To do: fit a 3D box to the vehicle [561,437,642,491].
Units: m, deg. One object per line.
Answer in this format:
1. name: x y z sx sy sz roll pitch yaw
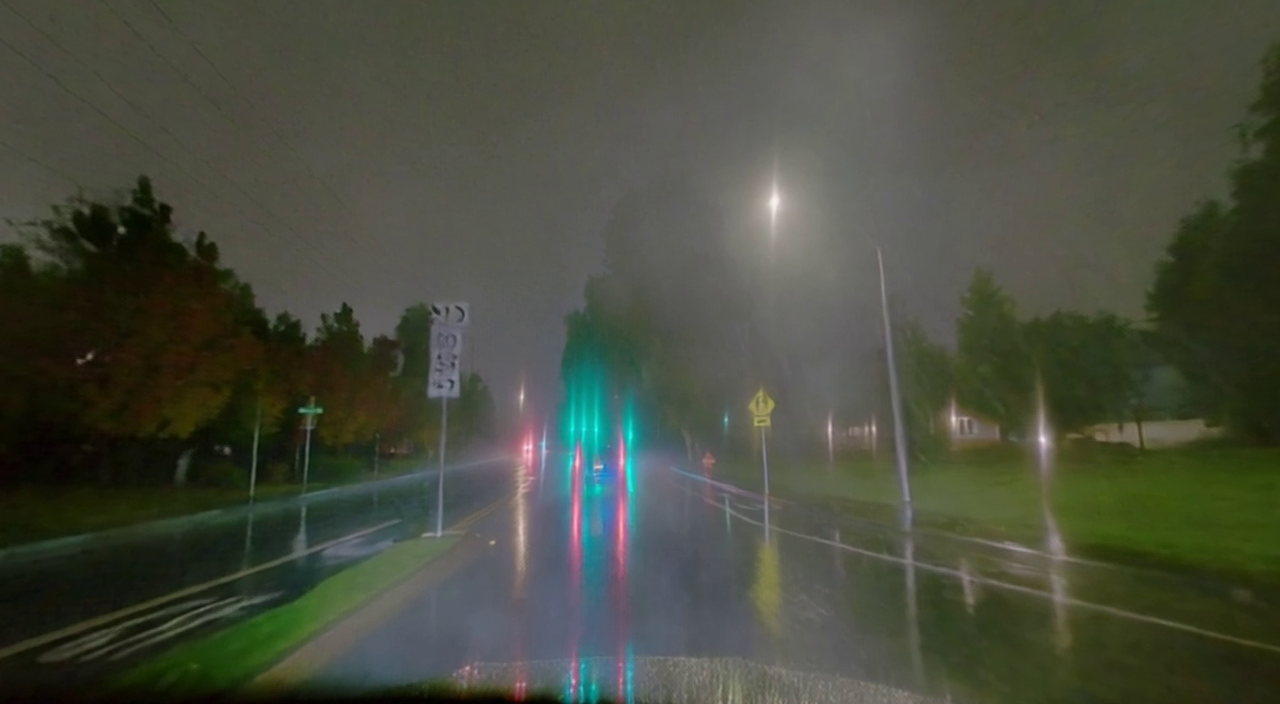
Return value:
1. vehicle: -1.202 3.498 20.103 2.295 1.510 4.364 0 -8 -3
